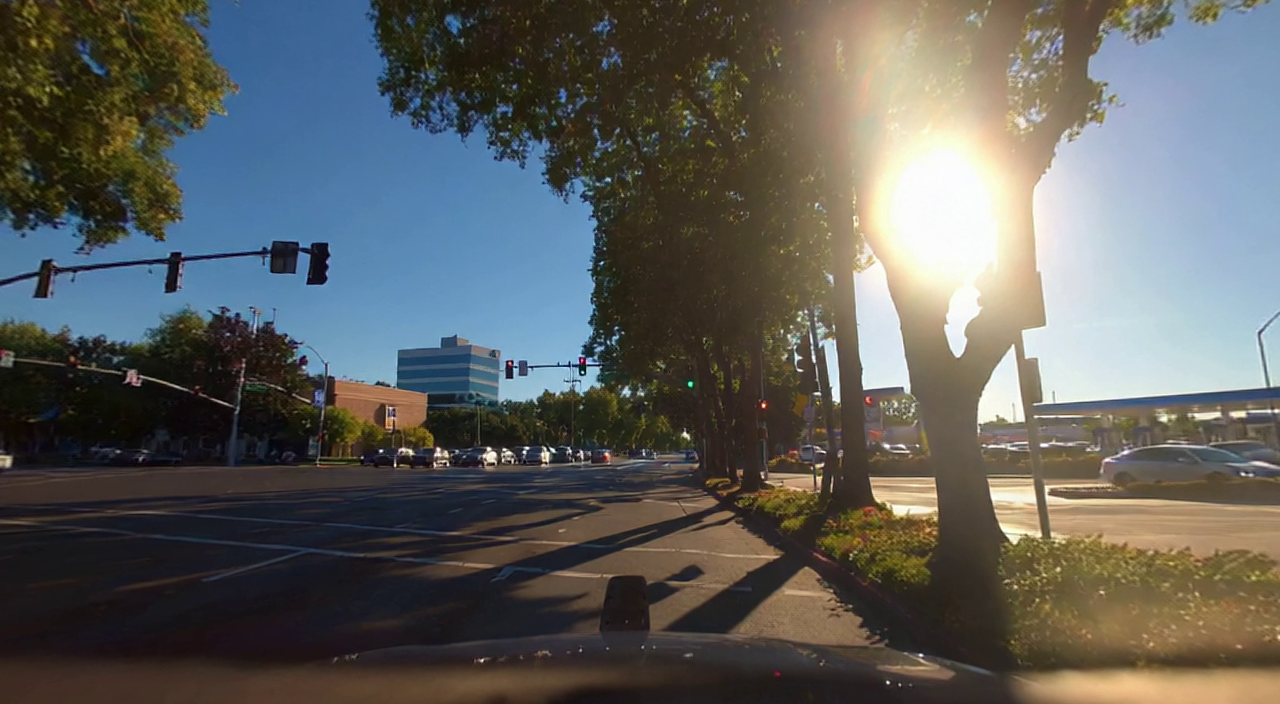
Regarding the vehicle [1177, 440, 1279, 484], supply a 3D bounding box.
[{"bbox_3d":[22.091,3.783,21.841,4.716,1.455,2.060,-3,-9,17],"label":"vehicle"}]
